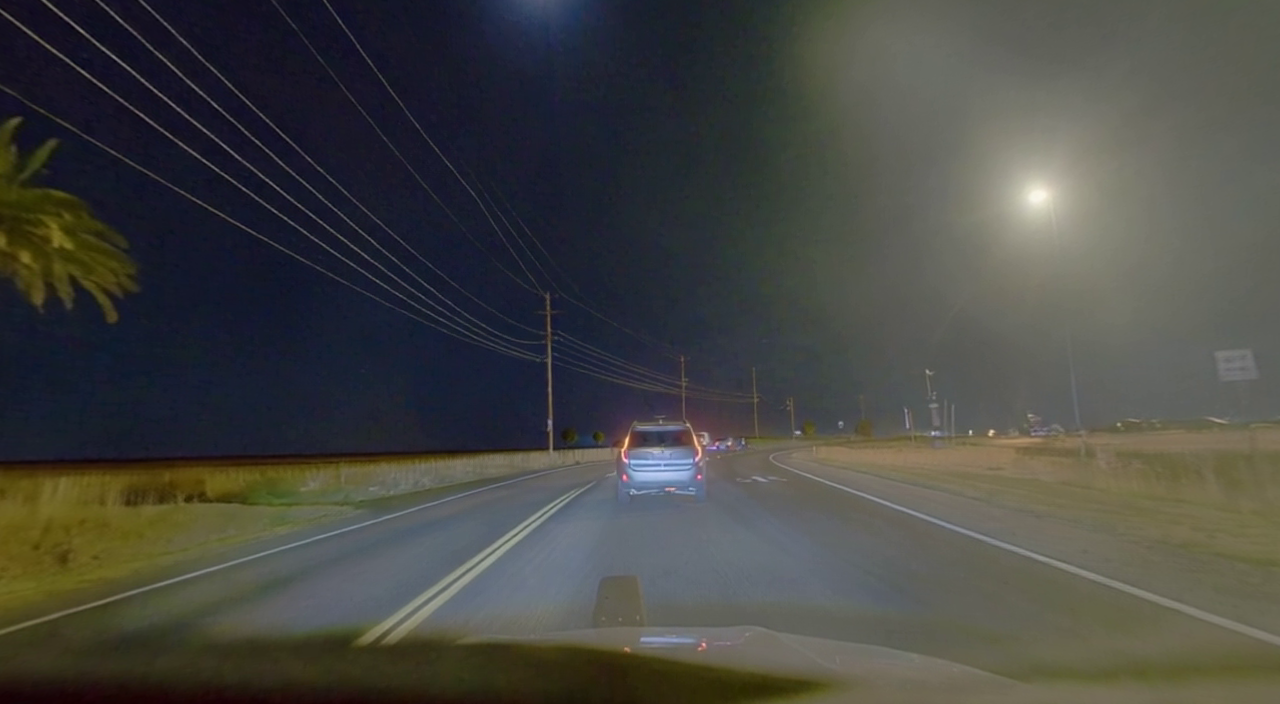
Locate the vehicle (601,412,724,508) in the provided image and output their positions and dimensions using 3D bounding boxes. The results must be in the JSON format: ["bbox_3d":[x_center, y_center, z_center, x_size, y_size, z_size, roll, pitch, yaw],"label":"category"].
[{"bbox_3d":[0.472,2.433,14.586,2.364,1.859,4.538,0,-8,1],"label":"vehicle"}]
